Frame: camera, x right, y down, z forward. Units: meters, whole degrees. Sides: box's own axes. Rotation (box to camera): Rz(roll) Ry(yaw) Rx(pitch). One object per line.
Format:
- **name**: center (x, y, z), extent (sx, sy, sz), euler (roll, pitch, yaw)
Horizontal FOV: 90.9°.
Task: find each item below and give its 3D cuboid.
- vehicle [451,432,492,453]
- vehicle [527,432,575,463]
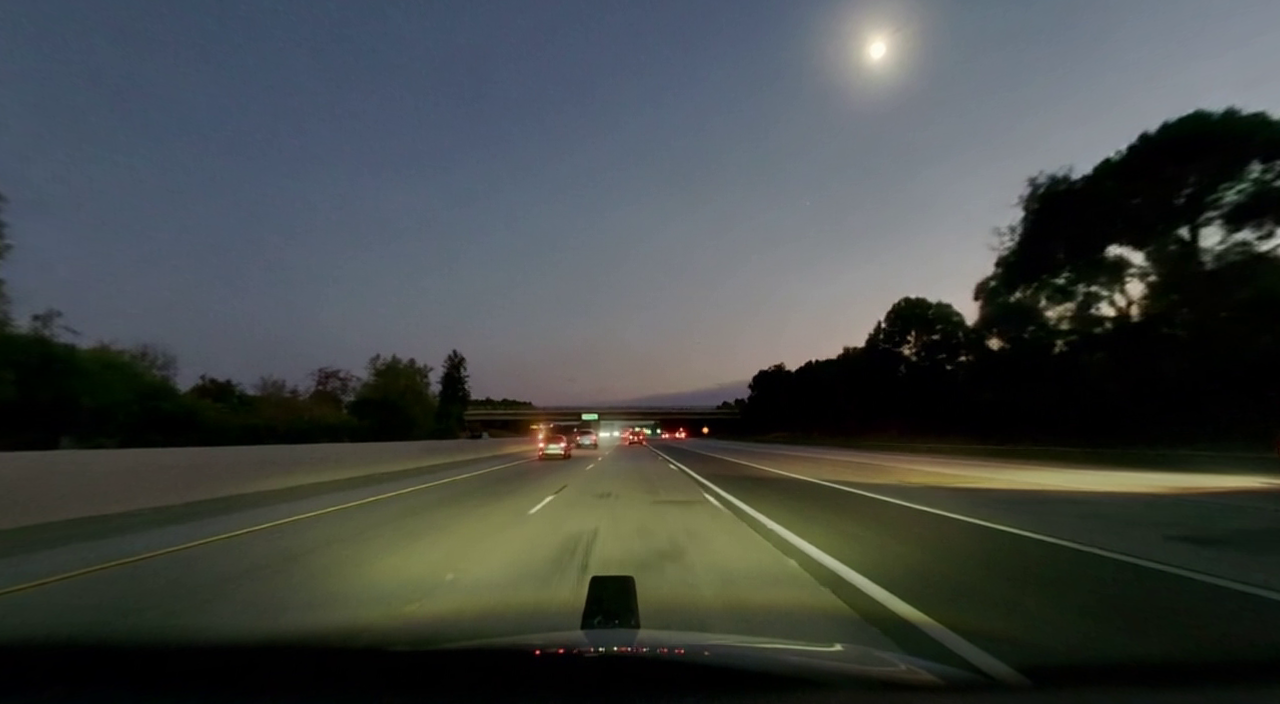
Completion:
- **vehicle**: center (-13.292, 7.138, 49.979), extent (1.994, 1.594, 4.817), euler (0, -8, 0)
- **vehicle**: center (-4.476, 4.856, 32.237), extent (1.933, 1.473, 4.023), euler (0, -8, -1)
